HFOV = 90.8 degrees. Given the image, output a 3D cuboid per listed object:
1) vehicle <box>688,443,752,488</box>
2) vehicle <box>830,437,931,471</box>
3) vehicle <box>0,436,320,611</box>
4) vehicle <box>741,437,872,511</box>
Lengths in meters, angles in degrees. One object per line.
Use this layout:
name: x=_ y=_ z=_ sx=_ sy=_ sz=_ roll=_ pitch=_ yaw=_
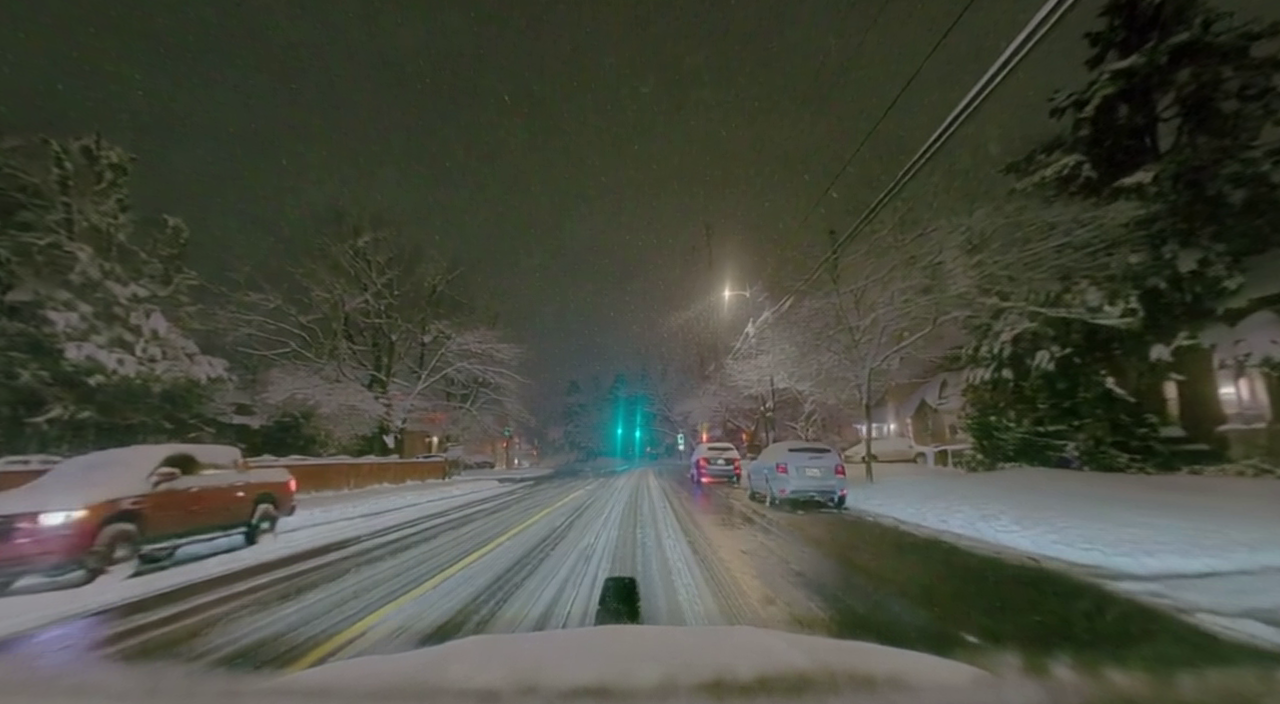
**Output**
vehicle: x=3.113 y=4.512 z=25.437 sx=2.037 sy=1.595 sz=4.536 roll=-1 pitch=-9 yaw=1
vehicle: x=12.468 y=5.322 z=33.032 sx=4.470 sy=1.624 sz=2.047 roll=-2 pitch=-9 yaw=6
vehicle: x=-6.913 y=2.116 z=8.815 sx=2.119 sy=1.760 sz=4.294 roll=-2 pitch=-9 yaw=10
vehicle: x=4.036 y=3.054 z=16.263 sx=2.043 sy=1.585 sz=4.687 roll=-1 pitch=-9 yaw=-1
